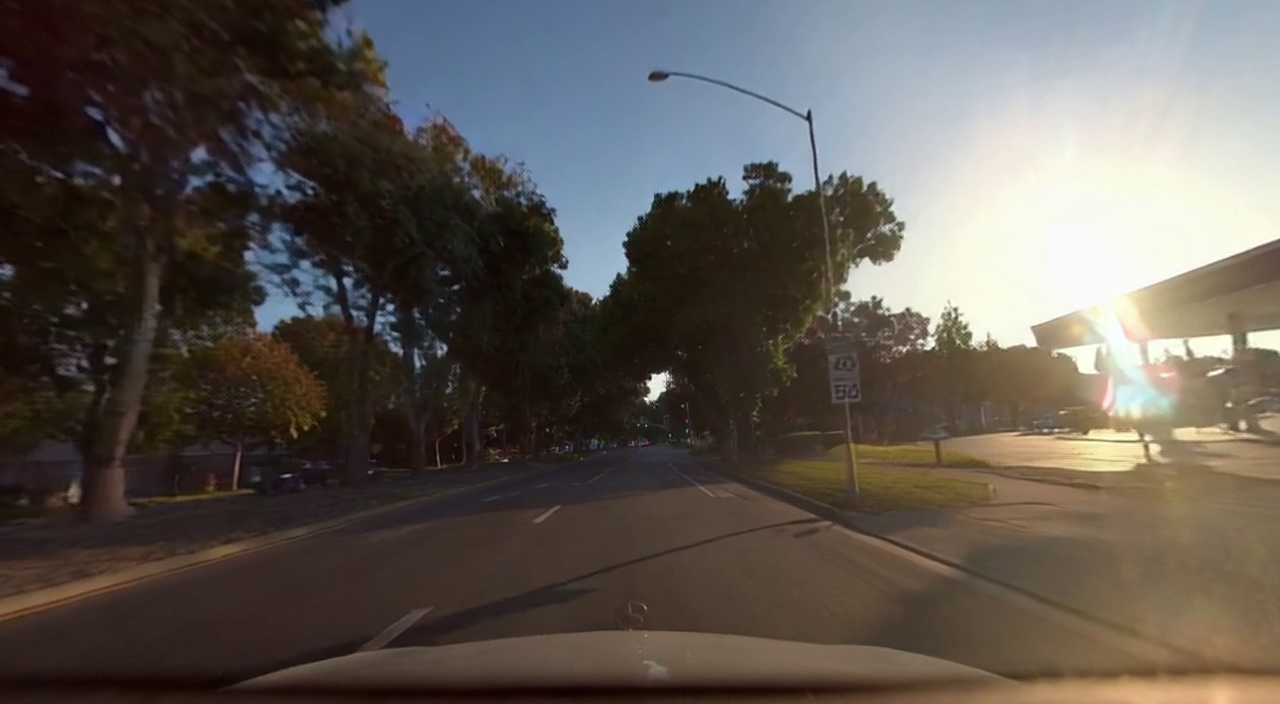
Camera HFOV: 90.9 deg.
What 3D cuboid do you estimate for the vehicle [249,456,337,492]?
[{"bbox_3d":[-17.256,6.063,31.640,1.841,1.642,4.448,0,-9,1],"label":"vehicle"}]
